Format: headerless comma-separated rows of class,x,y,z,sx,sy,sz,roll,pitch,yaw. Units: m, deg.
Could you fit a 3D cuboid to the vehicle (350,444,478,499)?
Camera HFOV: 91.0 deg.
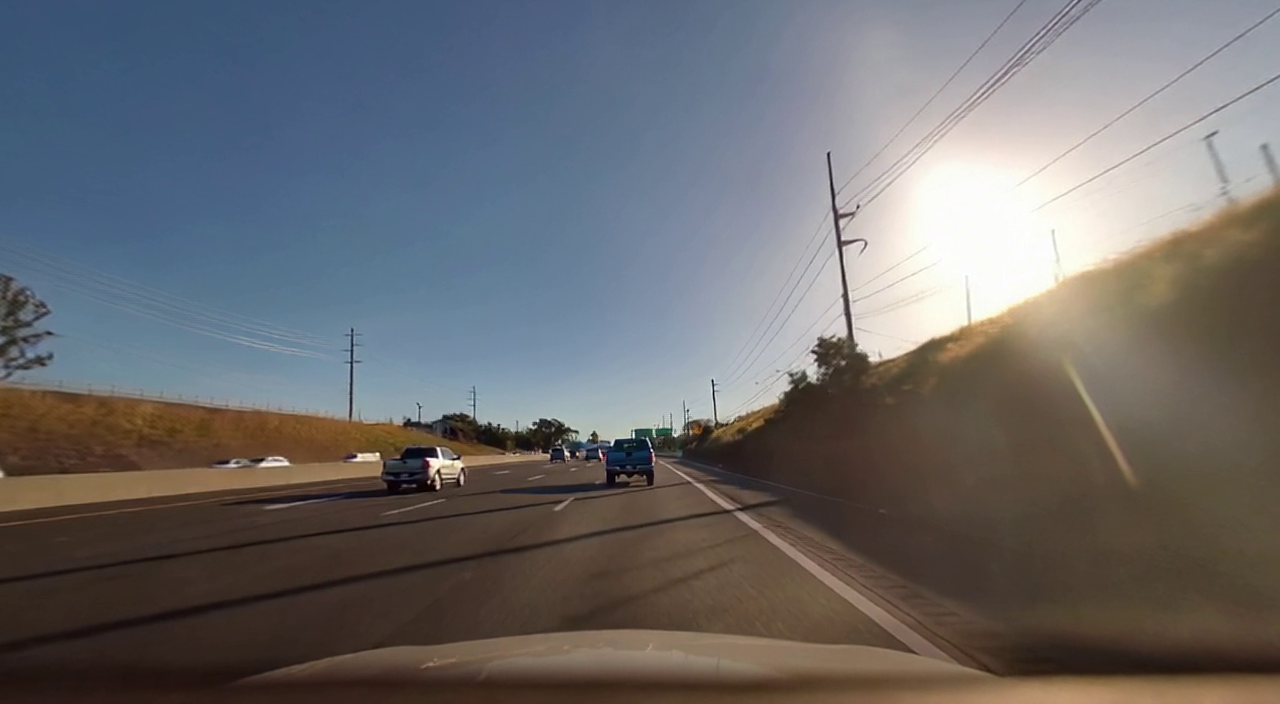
vehicle,-7.142,3.817,20.657,2.189,1.553,5.202,0,-9,1

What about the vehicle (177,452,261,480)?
vehicle,-27.262,7.399,40.991,2.292,1.660,4.482,0,-9,1

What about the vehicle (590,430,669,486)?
vehicle,-0.424,4.462,26.856,2.972,2.087,6.126,0,-9,0

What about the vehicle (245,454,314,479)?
vehicle,-23.370,7.424,41.043,1.861,1.488,4.345,0,-9,1
